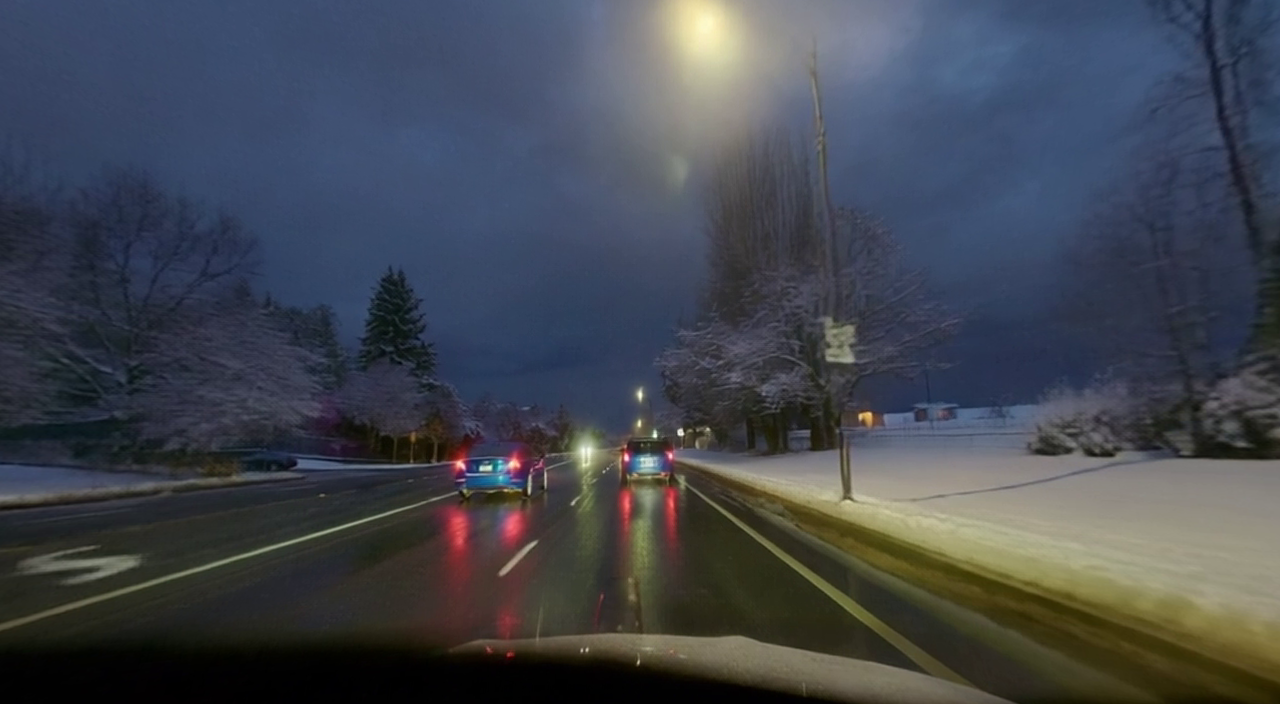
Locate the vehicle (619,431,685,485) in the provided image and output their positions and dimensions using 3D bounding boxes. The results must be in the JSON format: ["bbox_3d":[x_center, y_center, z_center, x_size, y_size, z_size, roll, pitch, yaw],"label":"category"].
[{"bbox_3d":[0.352,3.888,23.440,2.215,1.799,4.426,0,-8,-1],"label":"vehicle"}]

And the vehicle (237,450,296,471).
[{"bbox_3d":[-27.943,8.095,47.205,1.826,1.464,4.533,0,-8,-3],"label":"vehicle"}]

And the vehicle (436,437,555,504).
[{"bbox_3d":[-3.445,2.903,15.887,2.036,1.447,4.044,0,-8,0],"label":"vehicle"}]
